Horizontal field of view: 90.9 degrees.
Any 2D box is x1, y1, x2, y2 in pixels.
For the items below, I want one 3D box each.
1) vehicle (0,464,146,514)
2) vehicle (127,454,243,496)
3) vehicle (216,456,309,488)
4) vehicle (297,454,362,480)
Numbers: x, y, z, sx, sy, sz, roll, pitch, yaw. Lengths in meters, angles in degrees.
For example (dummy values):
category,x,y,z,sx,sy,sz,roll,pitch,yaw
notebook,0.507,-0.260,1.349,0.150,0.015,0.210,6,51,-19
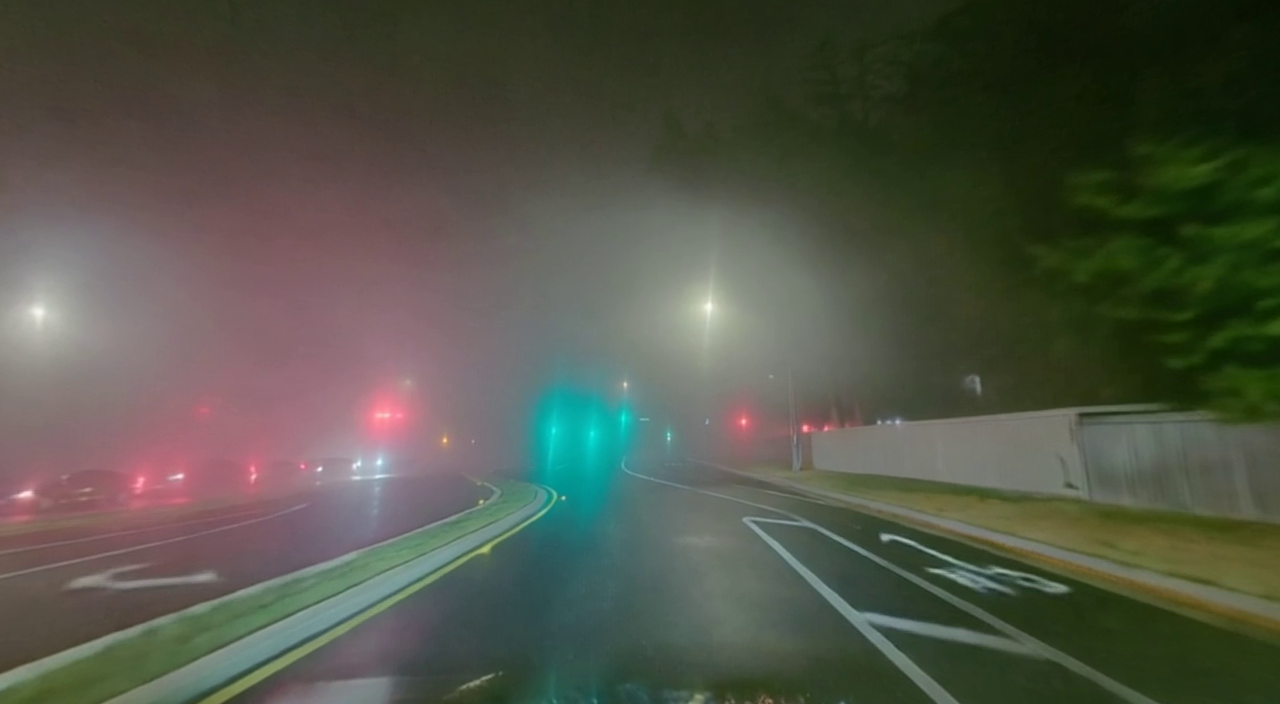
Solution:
category,x,y,z,sx,sy,sz,roll,pitch,yaw
vehicle,-21.619,5.012,23.533,1.919,1.497,5.140,-1,-8,4
vehicle,-21.631,5.840,30.251,1.974,1.704,4.628,1,-8,2
vehicle,-21.437,6.830,36.114,1.954,1.575,5.225,0,-8,2
vehicle,-21.280,7.872,43.425,1.883,1.506,4.863,1,-8,2
